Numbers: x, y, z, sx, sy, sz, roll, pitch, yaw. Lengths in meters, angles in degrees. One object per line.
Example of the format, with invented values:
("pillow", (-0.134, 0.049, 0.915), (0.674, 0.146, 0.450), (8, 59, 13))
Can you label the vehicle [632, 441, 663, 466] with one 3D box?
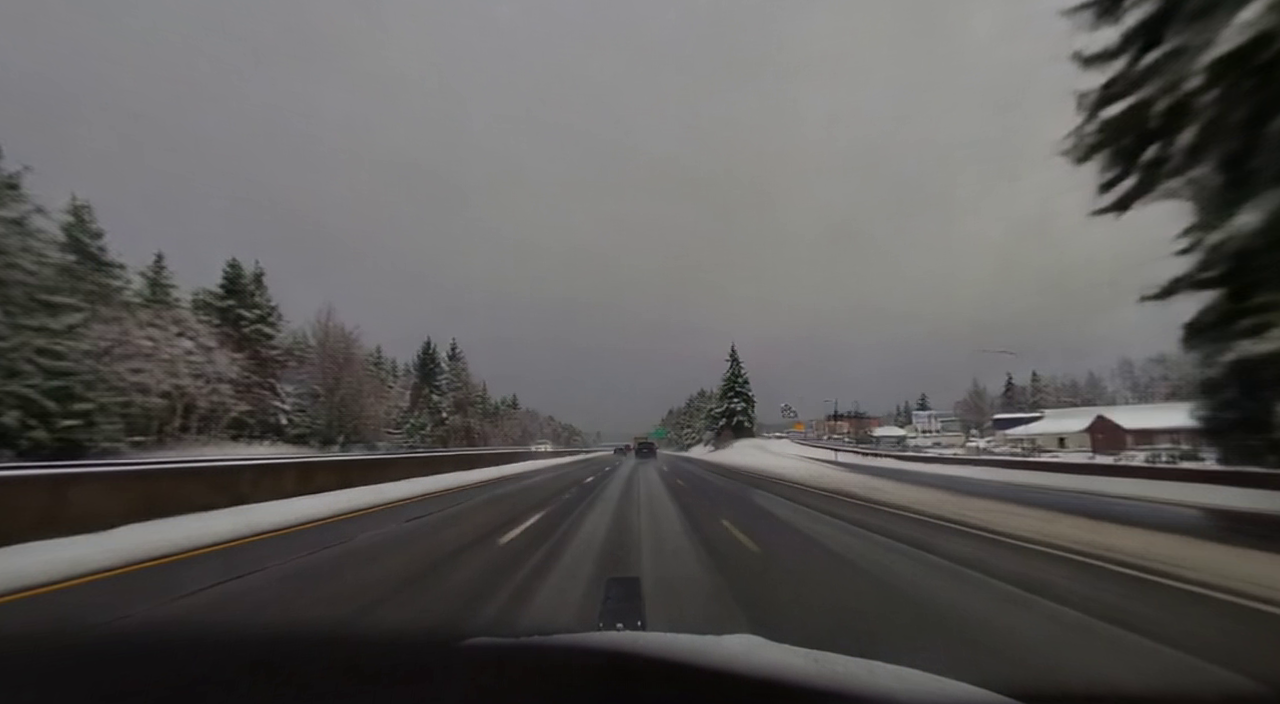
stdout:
("vehicle", (0.516, 7.165, 44.639), (2.087, 1.682, 4.388), (0, -9, 0))

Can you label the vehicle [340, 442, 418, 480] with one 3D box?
("vehicle", (-12.258, 5.114, 29.901), (1.911, 1.637, 4.205), (0, -9, 0))
